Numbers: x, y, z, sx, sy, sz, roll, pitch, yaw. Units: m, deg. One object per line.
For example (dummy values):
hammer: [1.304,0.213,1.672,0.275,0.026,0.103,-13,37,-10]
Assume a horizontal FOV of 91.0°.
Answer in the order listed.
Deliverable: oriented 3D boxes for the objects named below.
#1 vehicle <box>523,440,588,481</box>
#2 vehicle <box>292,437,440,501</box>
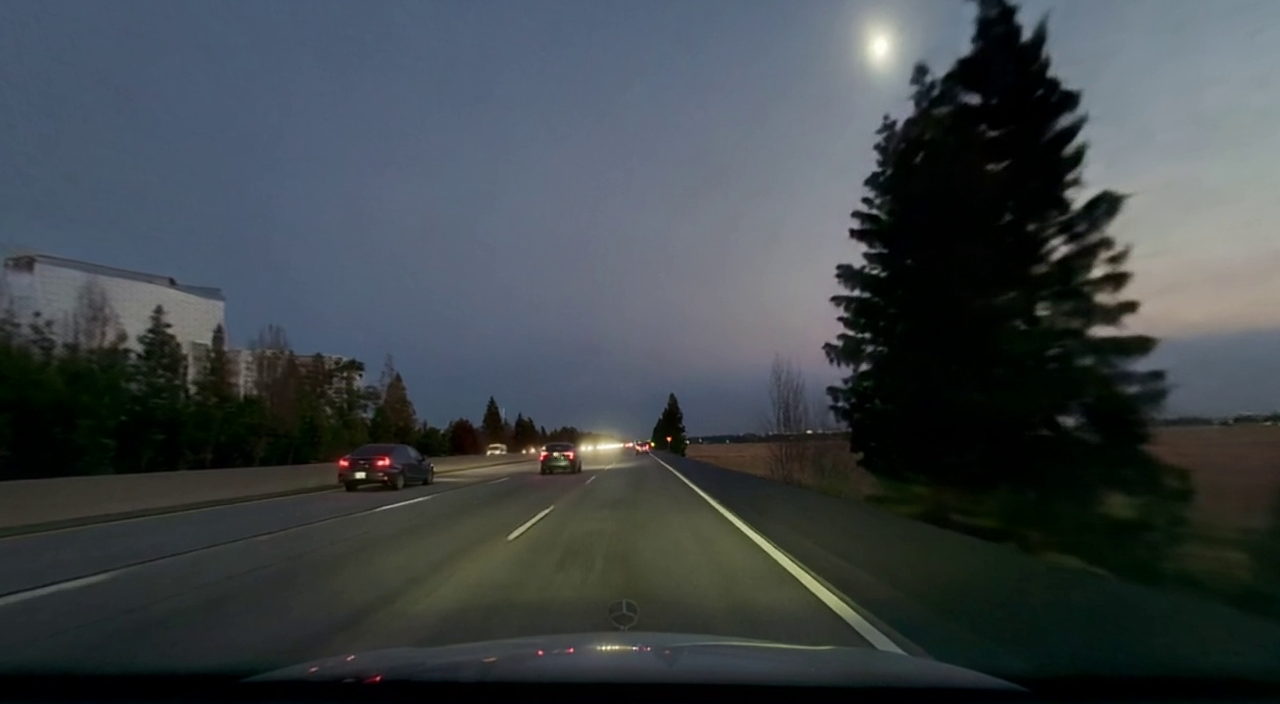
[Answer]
vehicle: [-3.576,4.681,27.501,2.083,1.588,4.801,0,-9,1]
vehicle: [-7.418,3.200,17.693,2.034,1.523,4.627,0,-9,1]
